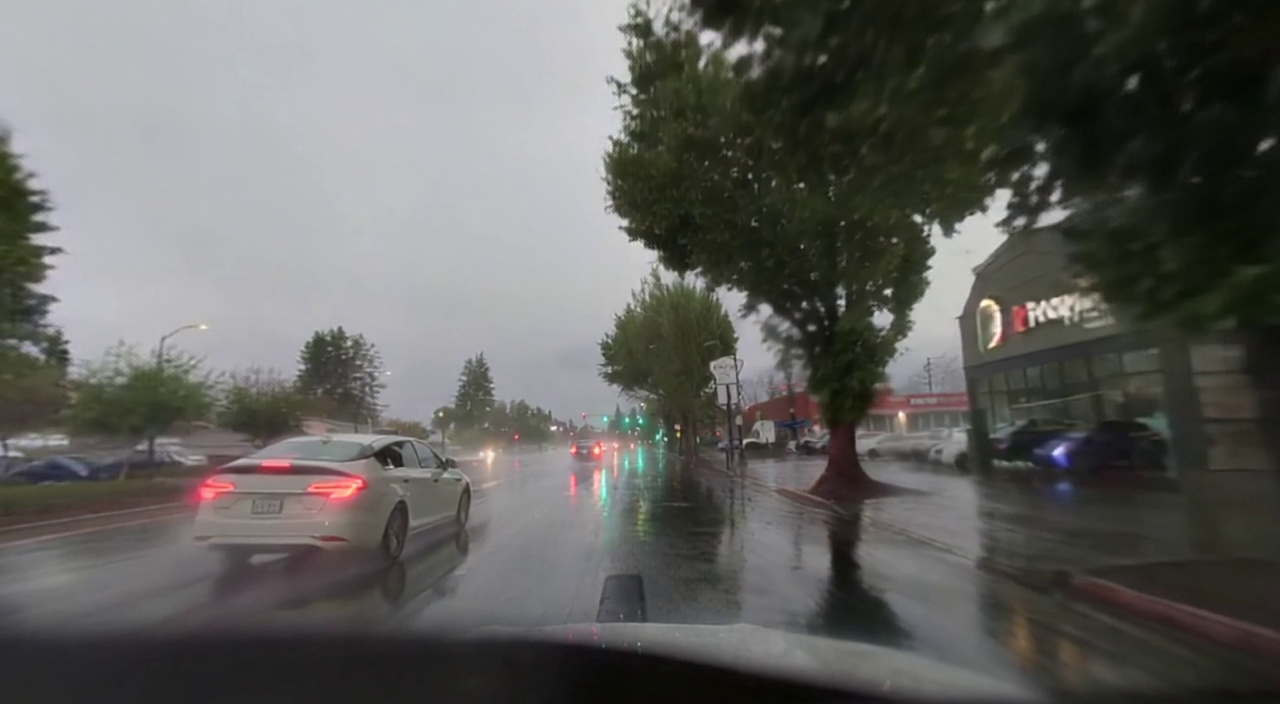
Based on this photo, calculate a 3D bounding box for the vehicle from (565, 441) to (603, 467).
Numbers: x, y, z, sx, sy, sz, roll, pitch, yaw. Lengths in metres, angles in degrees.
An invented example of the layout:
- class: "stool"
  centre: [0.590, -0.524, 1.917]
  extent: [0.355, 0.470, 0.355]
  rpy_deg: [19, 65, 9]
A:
- class: "vehicle"
  centre: [-3.363, 6.214, 38.573]
  extent: [1.955, 1.461, 4.396]
  rpy_deg: [0, -9, 0]

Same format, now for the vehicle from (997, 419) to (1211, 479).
- class: "vehicle"
  centre: [13.381, 2.834, 18.447]
  extent: [4.697, 1.518, 1.990]
  rpy_deg: [-1, -9, -3]

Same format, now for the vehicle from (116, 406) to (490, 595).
- class: "vehicle"
  centre: [-3.533, 1.660, 7.929]
  extent: [2.126, 1.655, 4.560]
  rpy_deg: [0, -9, 0]

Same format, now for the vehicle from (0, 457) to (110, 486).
- class: "vehicle"
  centre: [-34.258, 6.976, 37.131]
  extent: [1.921, 1.506, 5.032]
  rpy_deg: [0, -9, -2]

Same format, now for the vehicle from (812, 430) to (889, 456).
- class: "vehicle"
  centre: [13.376, 5.813, 40.321]
  extent: [4.165, 1.650, 1.946]
  rpy_deg: [0, -9, -2]
